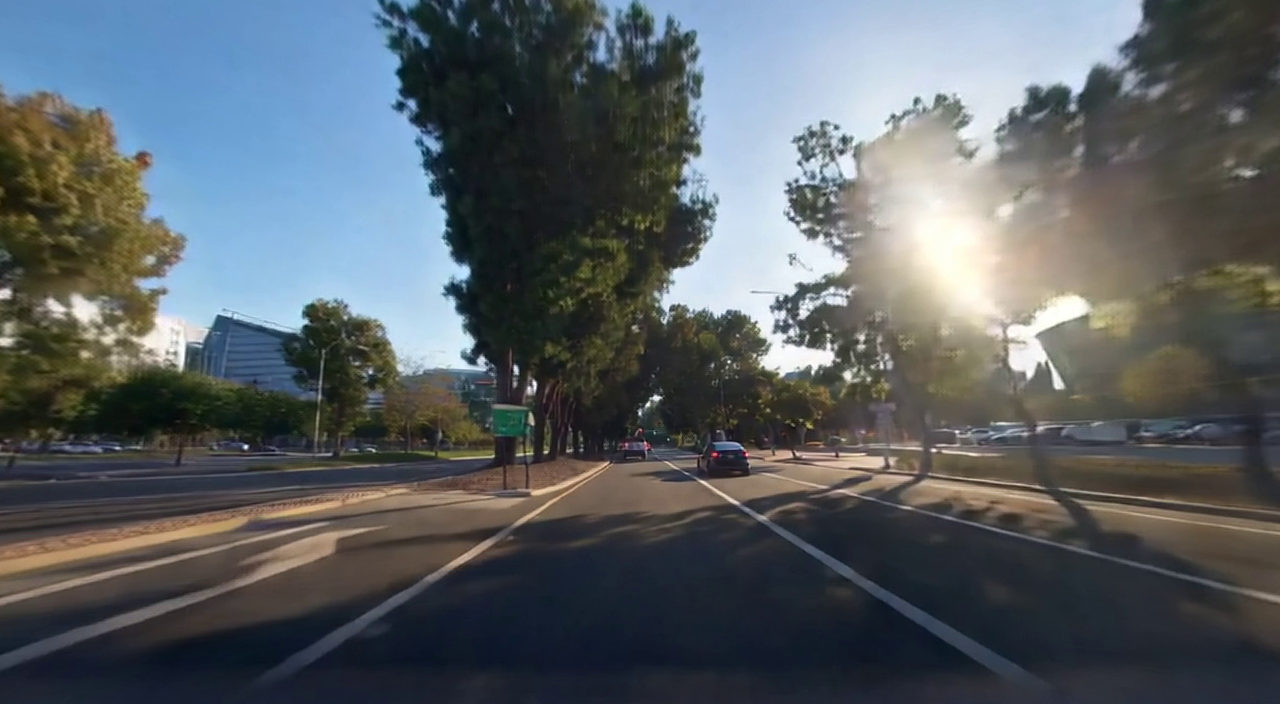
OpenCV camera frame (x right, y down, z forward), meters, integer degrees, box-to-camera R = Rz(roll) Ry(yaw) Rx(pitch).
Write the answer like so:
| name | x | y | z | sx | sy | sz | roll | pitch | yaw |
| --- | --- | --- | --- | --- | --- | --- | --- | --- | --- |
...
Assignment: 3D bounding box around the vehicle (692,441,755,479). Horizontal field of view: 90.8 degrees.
| name | x | y | z | sx | sy | sz | roll | pitch | yaw |
| --- | --- | --- | --- | --- | --- | --- | --- | --- | --- |
| vehicle | 3.476 | 4.577 | 27.062 | 1.948 | 1.479 | 4.620 | 1 | -8 | -2 |
